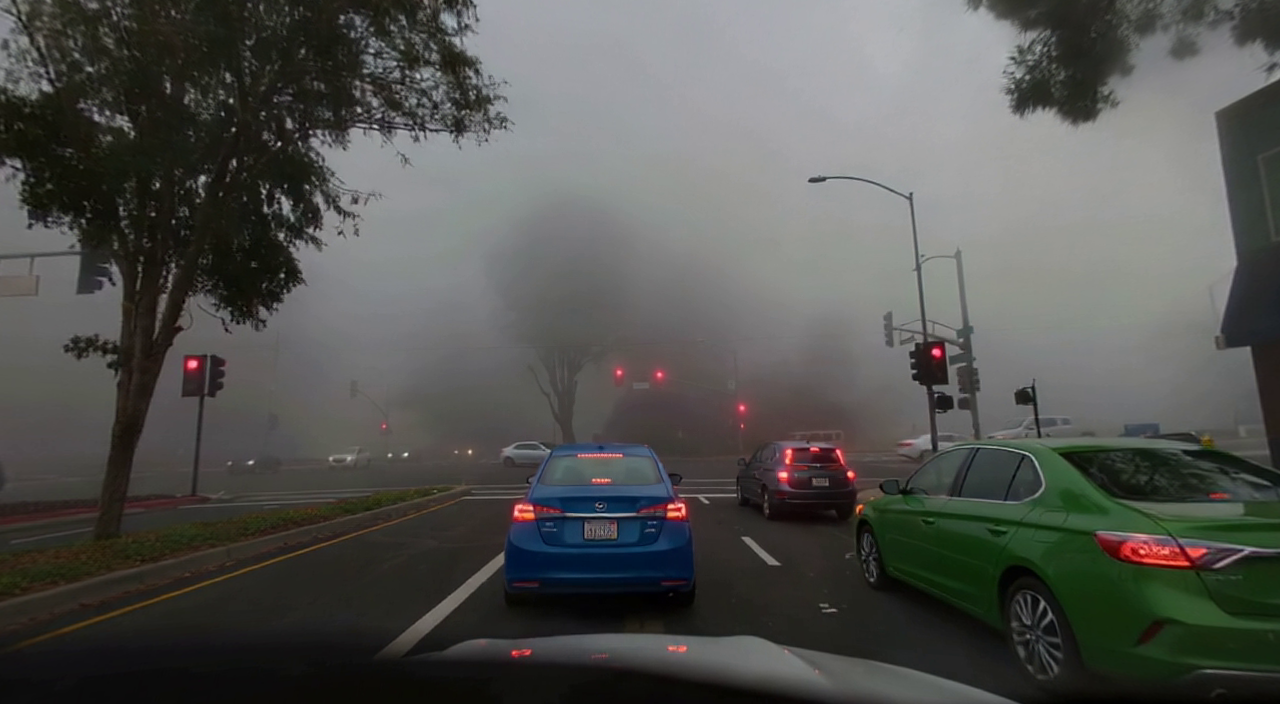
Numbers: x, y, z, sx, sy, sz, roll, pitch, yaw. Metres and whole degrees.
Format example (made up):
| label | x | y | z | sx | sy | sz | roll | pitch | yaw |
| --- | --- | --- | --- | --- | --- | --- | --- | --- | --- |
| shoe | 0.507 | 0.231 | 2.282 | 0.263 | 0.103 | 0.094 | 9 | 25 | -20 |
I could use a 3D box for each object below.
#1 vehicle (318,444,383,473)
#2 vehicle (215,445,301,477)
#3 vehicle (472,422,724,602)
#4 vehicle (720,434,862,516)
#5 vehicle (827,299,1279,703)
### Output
| label | x | y | z | sx | sy | sz | roll | pitch | yaw |
| --- | --- | --- | --- | --- | --- | --- | --- | --- | --- |
| vehicle | -17.918 | 6.565 | 39.327 | 1.976 | 1.667 | 4.274 | 0 | -8 | 0 |
| vehicle | -21.648 | 6.168 | 36.042 | 1.935 | 1.701 | 4.590 | 0 | -8 | 1 |
| vehicle | -0.370 | 1.651 | 7.380 | 2.143 | 1.520 | 3.848 | 0 | -8 | 0 |
| vehicle | 3.156 | 2.673 | 14.303 | 2.026 | 1.549 | 4.559 | 0 | -8 | -1 |
| vehicle | 3.577 | 1.107 | 5.053 | 2.572 | 1.945 | 5.065 | 0 | -8 | 0 |
